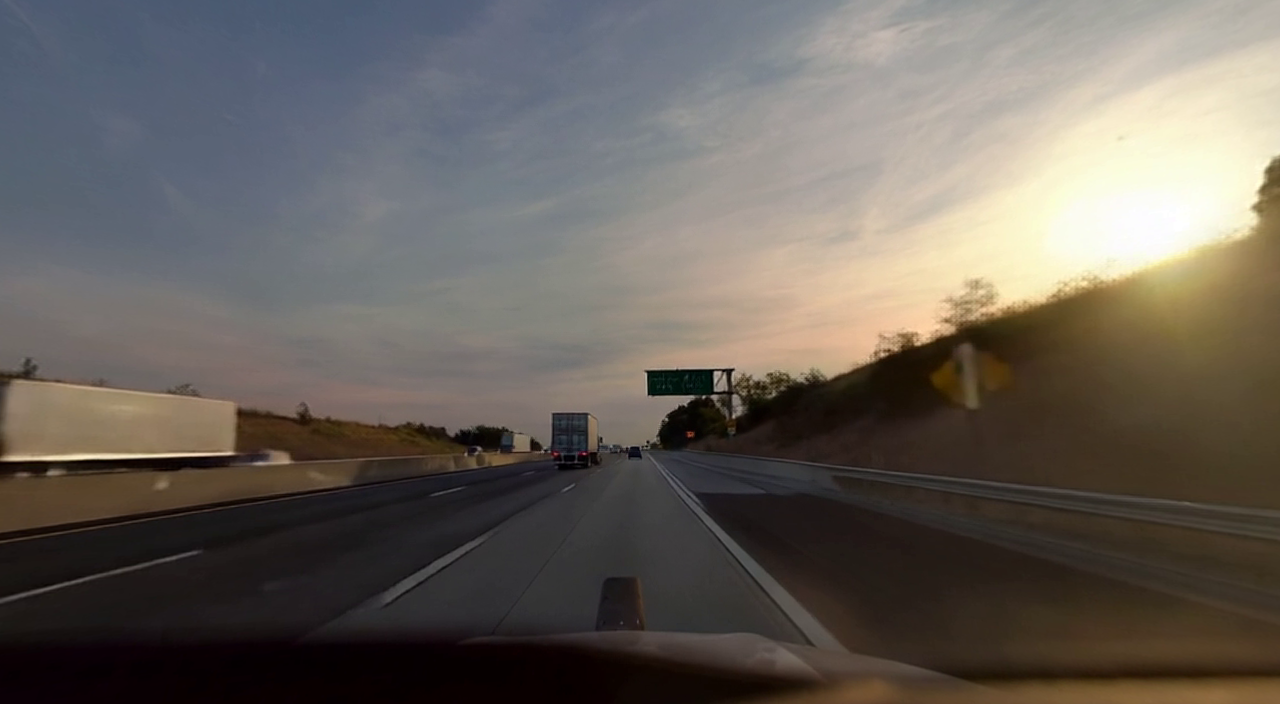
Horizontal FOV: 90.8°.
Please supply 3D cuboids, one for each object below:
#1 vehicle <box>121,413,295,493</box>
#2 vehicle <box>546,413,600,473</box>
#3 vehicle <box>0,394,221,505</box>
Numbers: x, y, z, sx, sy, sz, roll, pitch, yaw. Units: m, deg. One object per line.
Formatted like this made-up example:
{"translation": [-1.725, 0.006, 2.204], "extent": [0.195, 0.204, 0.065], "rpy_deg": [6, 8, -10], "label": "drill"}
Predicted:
{"translation": [-20.043, 4.785, 30.075], "extent": [2.739, 3.287, 7.745], "rpy_deg": [0, -9, 0], "label": "vehicle"}
{"translation": [-4.154, 5.875, 40.585], "extent": [2.707, 3.461, 7.191], "rpy_deg": [0, -9, 0], "label": "vehicle"}
{"translation": [-24.492, 4.191, 27.059], "extent": [2.843, 3.924, 14.815], "rpy_deg": [0, -9, 0], "label": "vehicle"}
